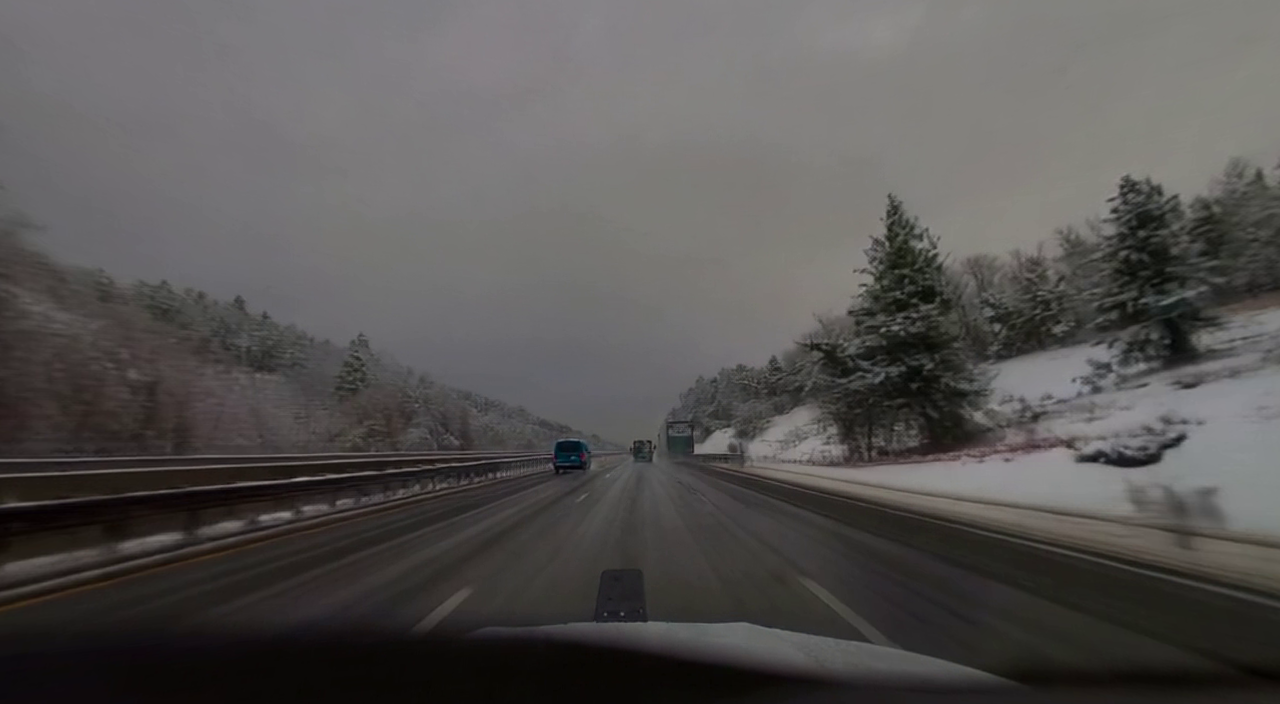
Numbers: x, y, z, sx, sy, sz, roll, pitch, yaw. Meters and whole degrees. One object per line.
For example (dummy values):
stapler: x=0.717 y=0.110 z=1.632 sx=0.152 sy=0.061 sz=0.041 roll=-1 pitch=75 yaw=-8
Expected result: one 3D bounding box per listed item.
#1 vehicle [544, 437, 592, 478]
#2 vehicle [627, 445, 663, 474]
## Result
vehicle: x=-3.778 y=5.700 z=34.084 sx=1.955 sy=2.004 sz=4.792 roll=0 pitch=-9 yaw=1
vehicle: x=0.336 y=6.957 z=40.845 sx=2.166 sy=1.747 sz=4.299 roll=0 pitch=-9 yaw=1
